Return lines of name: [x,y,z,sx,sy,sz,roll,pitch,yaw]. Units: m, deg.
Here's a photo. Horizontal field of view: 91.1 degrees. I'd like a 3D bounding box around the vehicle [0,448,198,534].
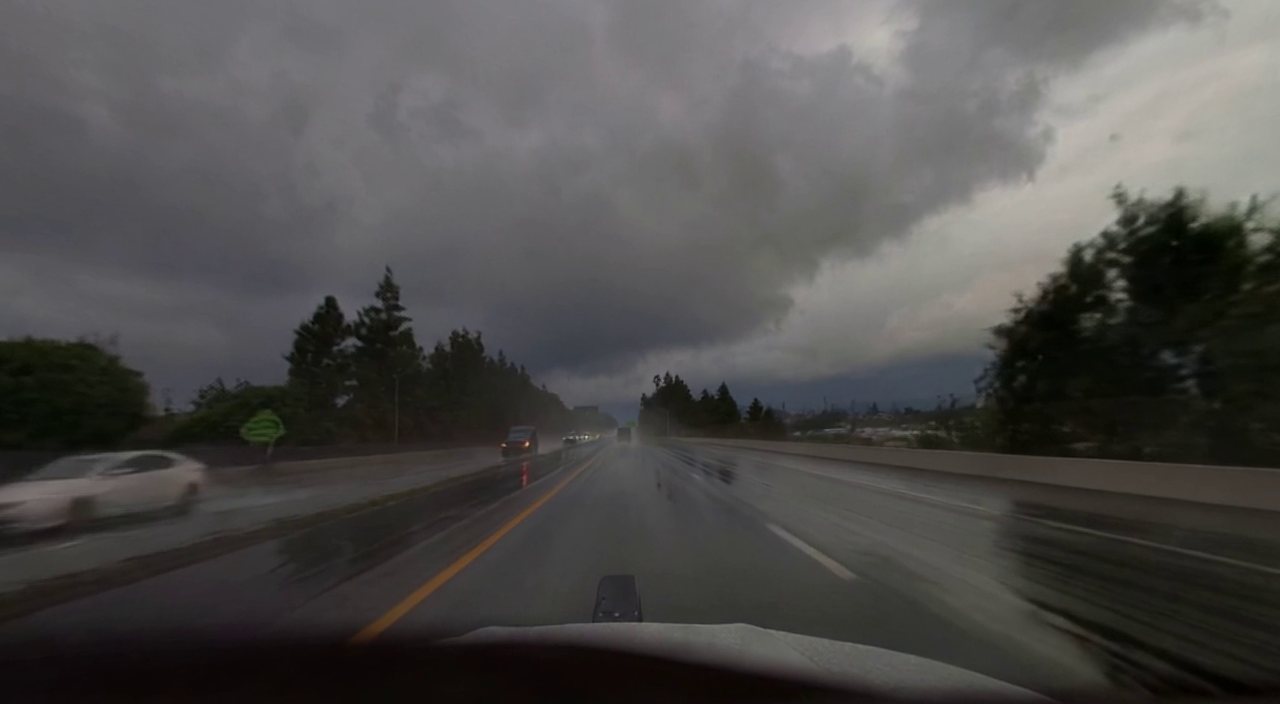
vehicle: [-13.177,3.137,14.930,1.985,1.608,4.652,0,-8,-1]
